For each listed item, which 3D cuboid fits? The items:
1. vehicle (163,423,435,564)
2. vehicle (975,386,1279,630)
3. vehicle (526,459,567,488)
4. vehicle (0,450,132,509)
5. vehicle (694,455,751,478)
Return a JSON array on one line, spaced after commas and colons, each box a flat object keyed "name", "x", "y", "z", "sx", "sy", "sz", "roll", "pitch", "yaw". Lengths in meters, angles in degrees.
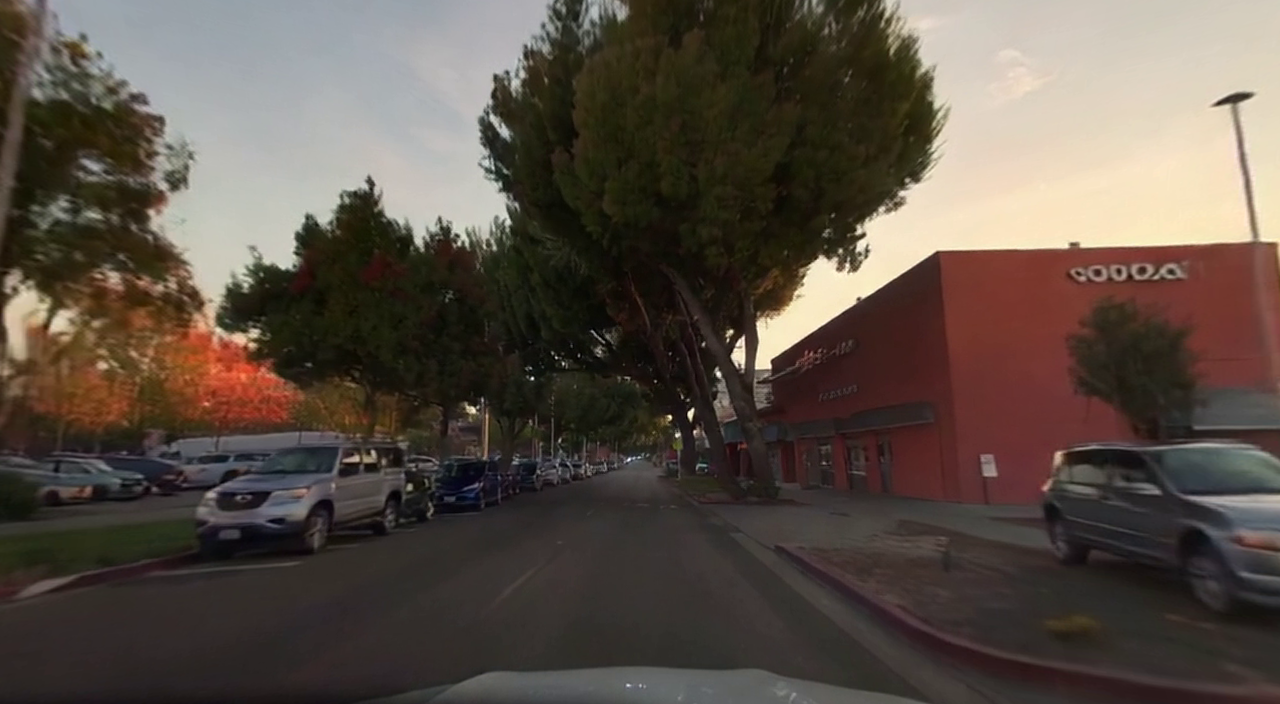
[{"name": "vehicle", "x": -5.843, "y": 2.567, "z": 11.959, "sx": 2.196, "sy": 2.001, "sz": 5.548, "roll": 1, "pitch": -11, "yaw": -3}, {"name": "vehicle", "x": 5.724, "y": 1.470, "z": 6.297, "sx": 2.054, "sy": 1.779, "sz": 4.650, "roll": 1, "pitch": -11, "yaw": -1}, {"name": "vehicle", "x": -5.705, "y": 7.530, "z": 39.086, "sx": 1.832, "sy": 1.623, "sz": 4.424, "roll": 1, "pitch": -11, "yaw": 0}, {"name": "vehicle", "x": -16.548, "y": 3.488, "z": 17.353, "sx": 3.578, "sy": 1.455, "sz": 1.734, "roll": -2, "pitch": -9, "yaw": 1}, {"name": "vehicle", "x": 6.451, "y": 9.024, "z": 49.481, "sx": 4.193, "sy": 1.665, "sz": 1.924, "roll": 1, "pitch": -11, "yaw": -1}]
